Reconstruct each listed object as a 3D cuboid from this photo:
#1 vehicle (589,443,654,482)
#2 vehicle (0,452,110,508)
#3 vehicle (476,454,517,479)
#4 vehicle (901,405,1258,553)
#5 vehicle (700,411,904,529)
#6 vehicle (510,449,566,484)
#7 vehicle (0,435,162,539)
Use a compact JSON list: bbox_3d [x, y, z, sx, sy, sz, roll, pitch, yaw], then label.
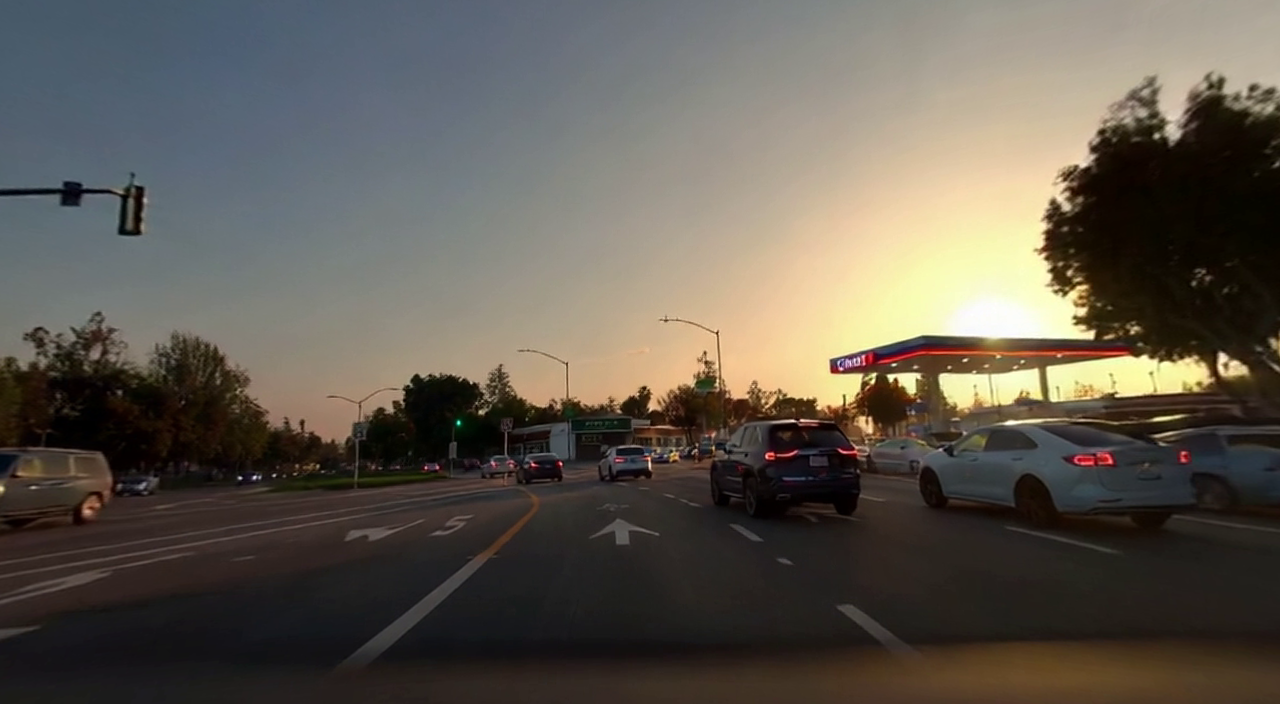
[{"bbox_3d":[-0.946,5.006,28.906,2.012,1.612,4.114,2,-9,-16],"label":"vehicle"},{"bbox_3d":[-19.545,4.059,20.462,1.986,1.579,5.047,3,-10,-22],"label":"vehicle"},{"bbox_3d":[-10.378,8.212,45.377,2.193,1.609,3.874,3,-10,-22],"label":"vehicle"},{"bbox_3d":[5.762,1.728,9.141,1.881,1.604,4.289,0,-9,-3],"label":"vehicle"},{"bbox_3d":[2.713,2.156,12.018,2.184,1.777,4.712,1,-9,-6],"label":"vehicle"},{"bbox_3d":[-4.908,5.373,29.856,2.107,1.527,4.174,2,-9,-15],"label":"vehicle"},{"bbox_3d":[-19.676,4.198,20.810,2.820,2.579,13.318,4,-10,-22],"label":"vehicle"}]
